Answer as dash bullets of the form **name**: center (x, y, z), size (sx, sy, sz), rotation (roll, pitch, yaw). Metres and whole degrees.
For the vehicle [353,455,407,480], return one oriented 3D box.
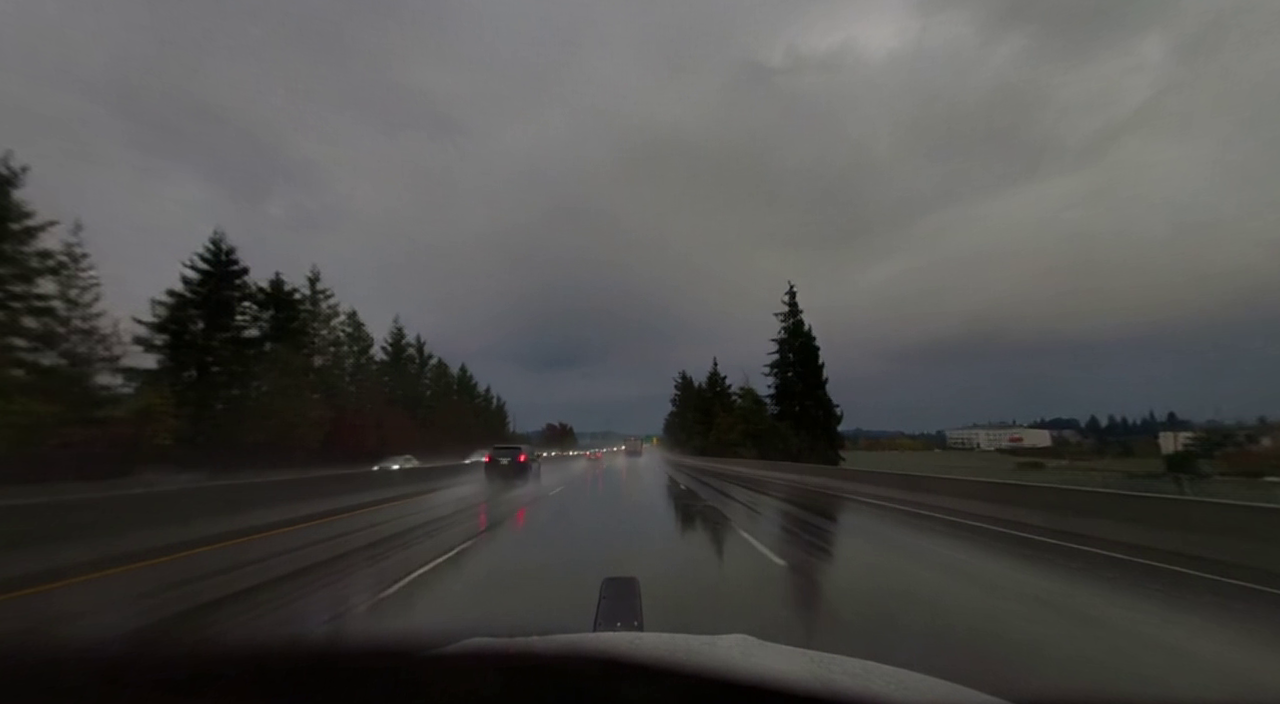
- **vehicle**: center (-17.194, 7.637, 41.679), size (1.838, 1.462, 4.079), rotation (-1, -9, 0)

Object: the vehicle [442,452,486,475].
- **vehicle**: center (-12.929, 8.222, 46.331), size (1.974, 1.526, 4.335), rotation (-1, -9, 0)

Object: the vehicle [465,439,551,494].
- **vehicle**: center (-4.475, 3.934, 21.969), size (2.151, 1.693, 4.201), rotation (0, -9, 0)
